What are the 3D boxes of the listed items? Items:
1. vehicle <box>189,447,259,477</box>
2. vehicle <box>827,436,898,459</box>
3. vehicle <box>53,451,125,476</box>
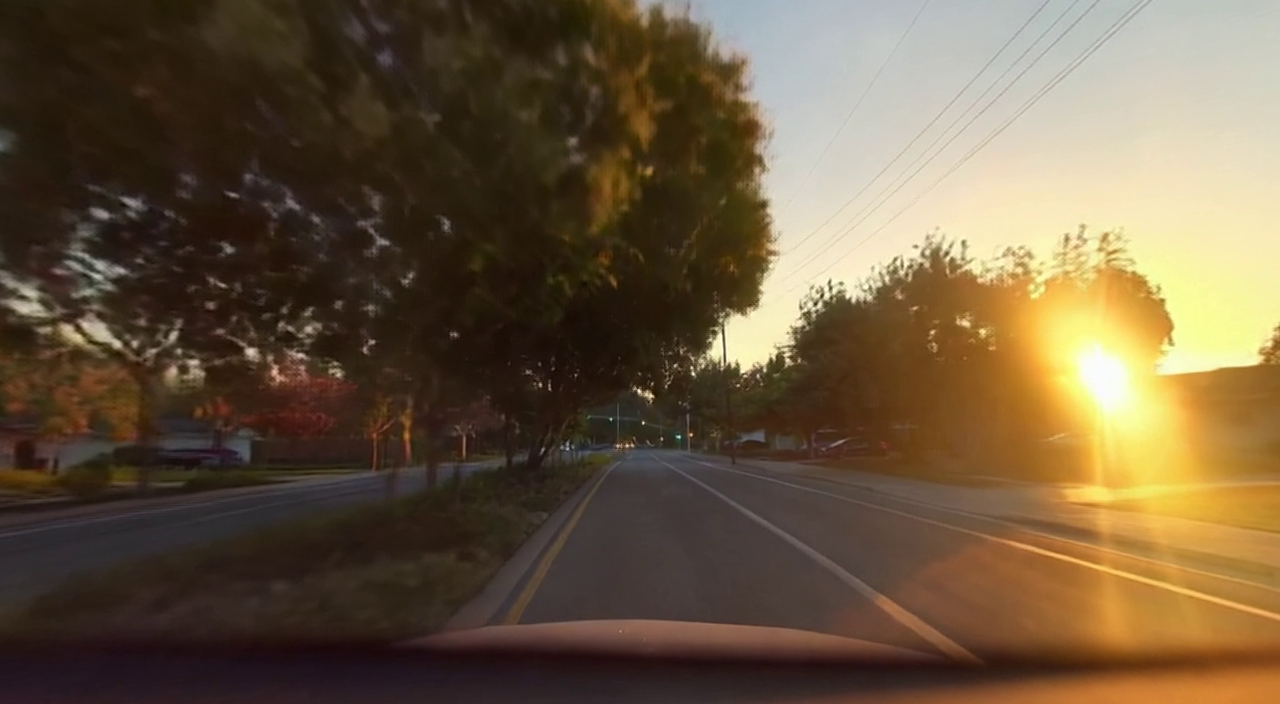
[{"bbox_3d":[-25.110,6.653,38.256,1.958,1.668,4.701,2,-10,-14],"label":"vehicle"},{"bbox_3d":[14.626,6.287,41.546,4.253,1.397,1.717,-3,-9,17],"label":"vehicle"},{"bbox_3d":[-40.682,8.233,46.644,1.923,1.679,4.598,1,-9,-12],"label":"vehicle"}]
